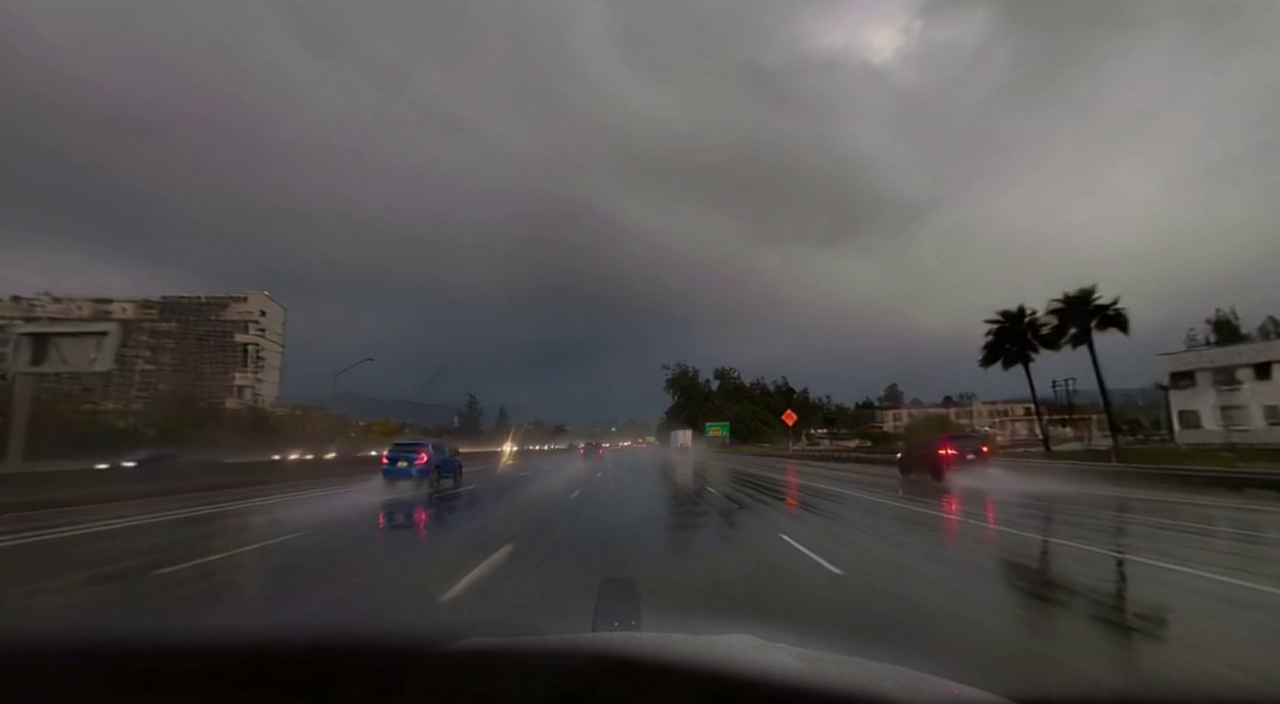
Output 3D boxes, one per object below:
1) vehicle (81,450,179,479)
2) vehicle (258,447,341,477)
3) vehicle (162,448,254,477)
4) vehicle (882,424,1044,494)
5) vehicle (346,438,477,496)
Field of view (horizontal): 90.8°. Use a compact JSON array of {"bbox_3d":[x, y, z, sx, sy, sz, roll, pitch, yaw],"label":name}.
[{"bbox_3d":[-27.736,6.106,34.530,1.833,1.493,4.216,0,-9,-1],"label":"vehicle"},{"bbox_3d":[-17.468,5.638,32.683,1.836,1.447,4.431,0,-9,0],"label":"vehicle"},{"bbox_3d":[-24.397,6.243,35.926,1.972,1.510,4.662,0,-9,0],"label":"vehicle"},{"bbox_3d":[9.211,3.103,18.590,2.168,1.792,4.457,0,-9,-4],"label":"vehicle"},{"bbox_3d":[-6.562,3.371,18.887,2.018,1.480,4.999,0,-9,0],"label":"vehicle"}]
